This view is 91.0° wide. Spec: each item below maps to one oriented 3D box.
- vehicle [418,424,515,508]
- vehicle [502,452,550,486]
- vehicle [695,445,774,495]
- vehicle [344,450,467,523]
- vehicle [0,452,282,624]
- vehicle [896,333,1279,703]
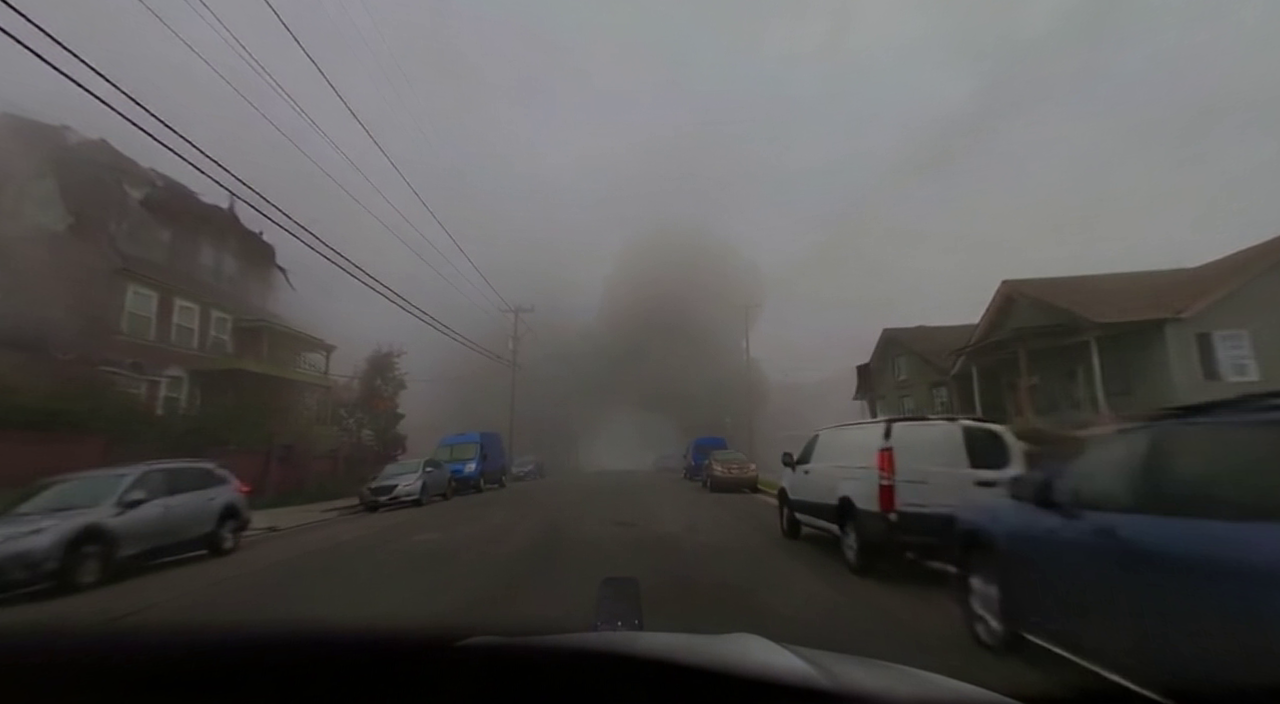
[{"bbox_3d":[-7.018,4.566,26.280,2.508,2.712,5.809,-1,-3,0],"label":"vehicle"},{"bbox_3d":[-6.997,7.169,39.007,2.057,1.632,4.730,0,-5,0],"label":"vehicle"},{"bbox_3d":[2.992,3.839,20.902,1.796,1.449,4.373,0,-9,-2],"label":"vehicle"},{"bbox_3d":[-6.950,3.974,19.212,2.027,1.563,4.594,-2,-5,0],"label":"vehicle"},{"bbox_3d":[-6.853,2.121,8.096,1.874,1.569,4.318,1,-10,1],"label":"vehicle"},{"bbox_3d":[3.215,0.951,2.980,2.013,1.775,4.570,0,-8,-1],"label":"vehicle"}]
